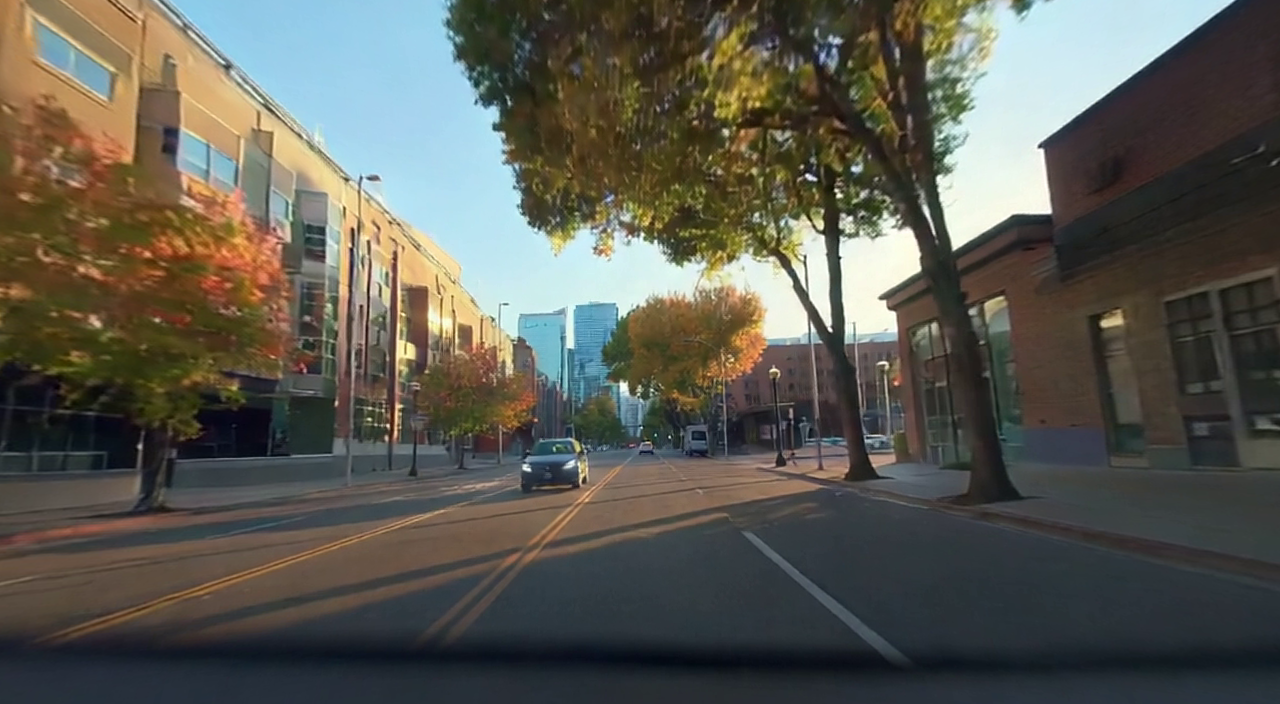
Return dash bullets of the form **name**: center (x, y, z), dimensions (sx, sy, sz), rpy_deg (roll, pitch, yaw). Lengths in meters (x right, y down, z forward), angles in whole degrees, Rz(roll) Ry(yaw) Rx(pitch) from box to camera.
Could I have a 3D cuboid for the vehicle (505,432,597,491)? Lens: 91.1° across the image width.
- **vehicle**: center (-2.834, 3.610, 21.109), dimensions (2.332, 1.732, 4.463), rpy_deg (-1, -8, 1)
